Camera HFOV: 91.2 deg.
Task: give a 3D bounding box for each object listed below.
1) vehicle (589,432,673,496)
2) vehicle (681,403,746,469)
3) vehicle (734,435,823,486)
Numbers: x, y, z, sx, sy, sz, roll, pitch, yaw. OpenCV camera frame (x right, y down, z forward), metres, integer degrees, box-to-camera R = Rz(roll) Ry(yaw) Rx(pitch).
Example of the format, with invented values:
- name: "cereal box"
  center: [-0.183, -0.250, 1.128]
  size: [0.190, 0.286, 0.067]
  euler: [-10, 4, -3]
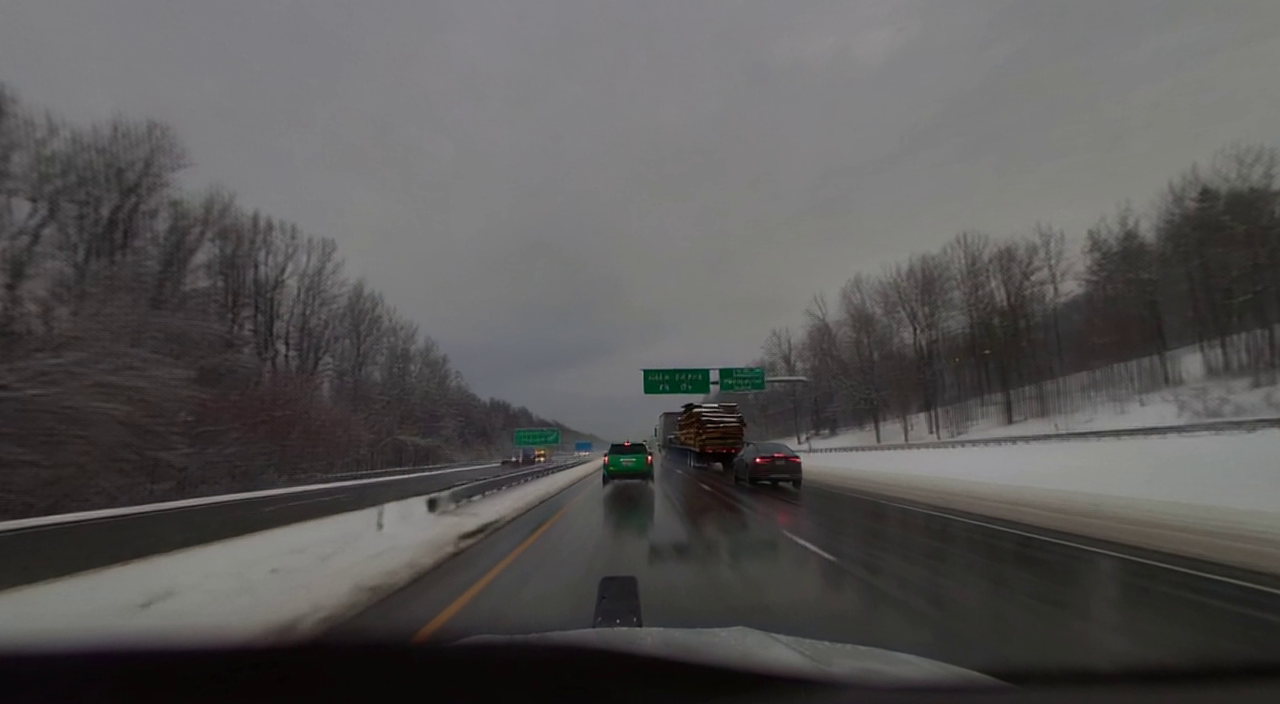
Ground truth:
- name: "vehicle"
  center: [-0.248, 3.322, 18.942]
  size: [2.263, 1.699, 3.936]
  euler: [-1, -9, 0]
- name: "vehicle"
  center: [4.638, 5.632, 41.674]
  size: [3.125, 3.895, 8.461]
  euler: [0, -9, -1]
- name: "vehicle"
  center: [4.895, 3.911, 22.933]
  size: [2.057, 1.660, 4.525]
  euler: [0, -9, -2]
